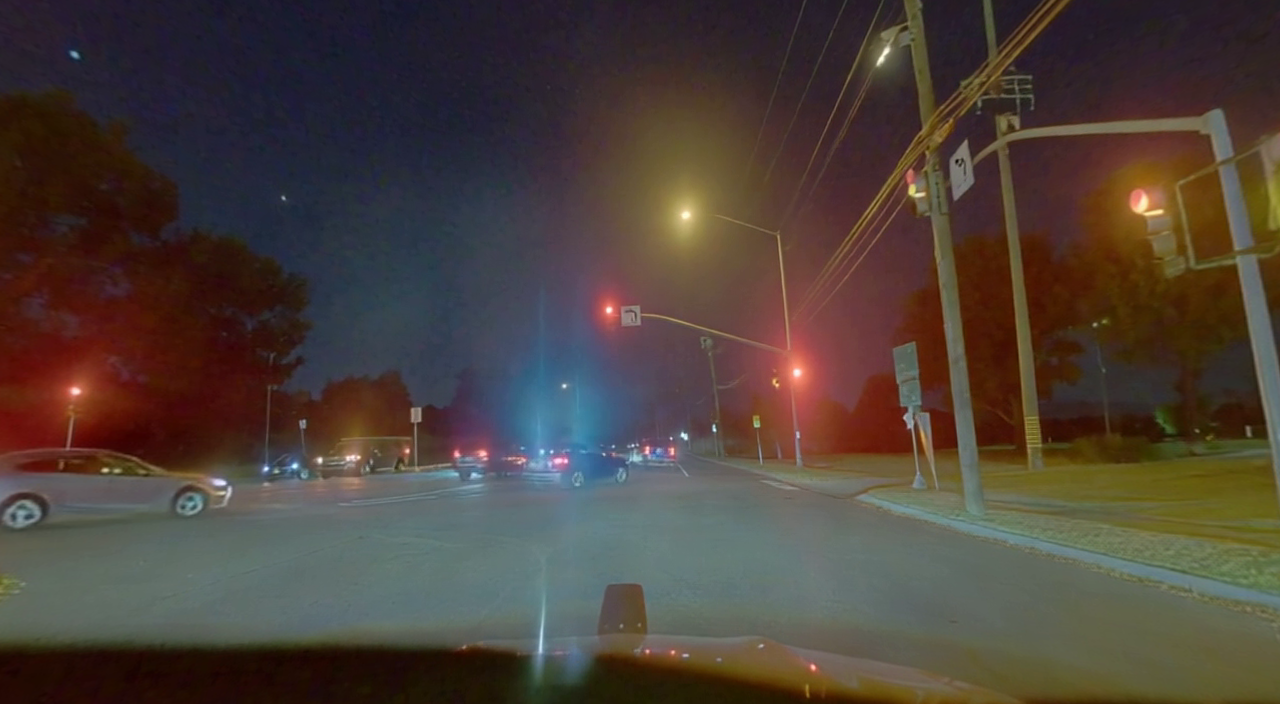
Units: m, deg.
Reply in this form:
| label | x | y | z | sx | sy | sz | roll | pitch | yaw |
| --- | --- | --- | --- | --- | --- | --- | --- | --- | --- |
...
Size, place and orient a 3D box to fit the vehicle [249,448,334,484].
| label | x | y | z | sx | sy | sz | roll | pitch | yaw |
| --- | --- | --- | --- | --- | --- | --- | --- | --- | --- |
| vehicle | -17.090 | 5.597 | 31.012 | 1.942 | 1.477 | 3.957 | -4 | -9 | 0 |

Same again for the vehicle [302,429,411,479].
| label | x | y | z | sx | sy | sz | roll | pitch | yaw |
| --- | --- | --- | --- | --- | --- | --- | --- | --- | --- |
| vehicle | -13.129 | 4.769 | 29.616 | 2.350 | 2.104 | 5.828 | 0 | -8 | 1 |

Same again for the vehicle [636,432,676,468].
| label | x | y | z | sx | sy | sz | roll | pitch | yaw |
| --- | --- | --- | --- | --- | --- | --- | --- | --- | --- |
| vehicle | 1.052 | 5.875 | 37.902 | 2.137 | 1.986 | 5.930 | -1 | -8 | 4 |

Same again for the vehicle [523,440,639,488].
| label | x | y | z | sx | sy | sz | roll | pitch | yaw |
| --- | --- | --- | --- | --- | --- | --- | --- | --- | --- |
| vehicle | -1.861 | 3.761 | 21.547 | 2.019 | 1.455 | 4.529 | -4 | -9 | 23 |

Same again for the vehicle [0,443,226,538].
| label | x | y | z | sx | sy | sz | roll | pitch | yaw |
| --- | --- | --- | --- | --- | --- | --- | --- | --- | --- |
| vehicle | -10.057 | 2.307 | 10.850 | 4.621 | 1.440 | 2.129 | 4 | -10 | -29 |

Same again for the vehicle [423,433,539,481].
| label | x | y | z | sx | sy | sz | roll | pitch | yaw |
| --- | --- | --- | --- | --- | --- | --- | --- | --- | --- |
| vehicle | -6.429 | 4.336 | 26.165 | 1.929 | 1.750 | 5.044 | -4 | -10 | 24 |
